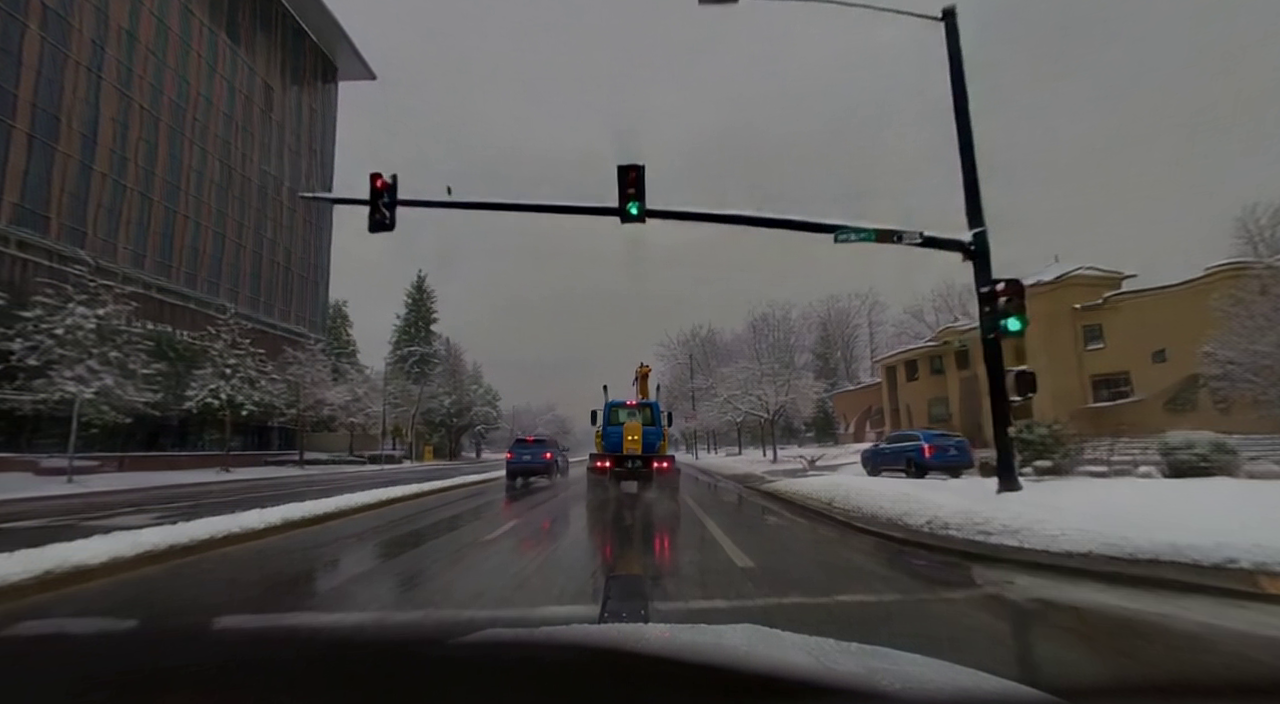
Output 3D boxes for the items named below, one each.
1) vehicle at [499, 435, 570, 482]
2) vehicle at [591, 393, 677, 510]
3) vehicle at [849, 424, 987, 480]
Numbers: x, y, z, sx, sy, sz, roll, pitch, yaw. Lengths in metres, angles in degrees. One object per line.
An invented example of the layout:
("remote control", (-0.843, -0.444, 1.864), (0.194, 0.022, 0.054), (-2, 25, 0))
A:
("vehicle", (-4.063, 4.177, 25.034), (2.081, 1.688, 4.235), (0, -9, 0))
("vehicle", (-0.381, 3.777, 24.419), (2.552, 3.461, 11.044), (0, -8, -2))
("vehicle", (9.893, 3.618, 22.976), (2.186, 1.783, 4.716), (1, -9, -11))
